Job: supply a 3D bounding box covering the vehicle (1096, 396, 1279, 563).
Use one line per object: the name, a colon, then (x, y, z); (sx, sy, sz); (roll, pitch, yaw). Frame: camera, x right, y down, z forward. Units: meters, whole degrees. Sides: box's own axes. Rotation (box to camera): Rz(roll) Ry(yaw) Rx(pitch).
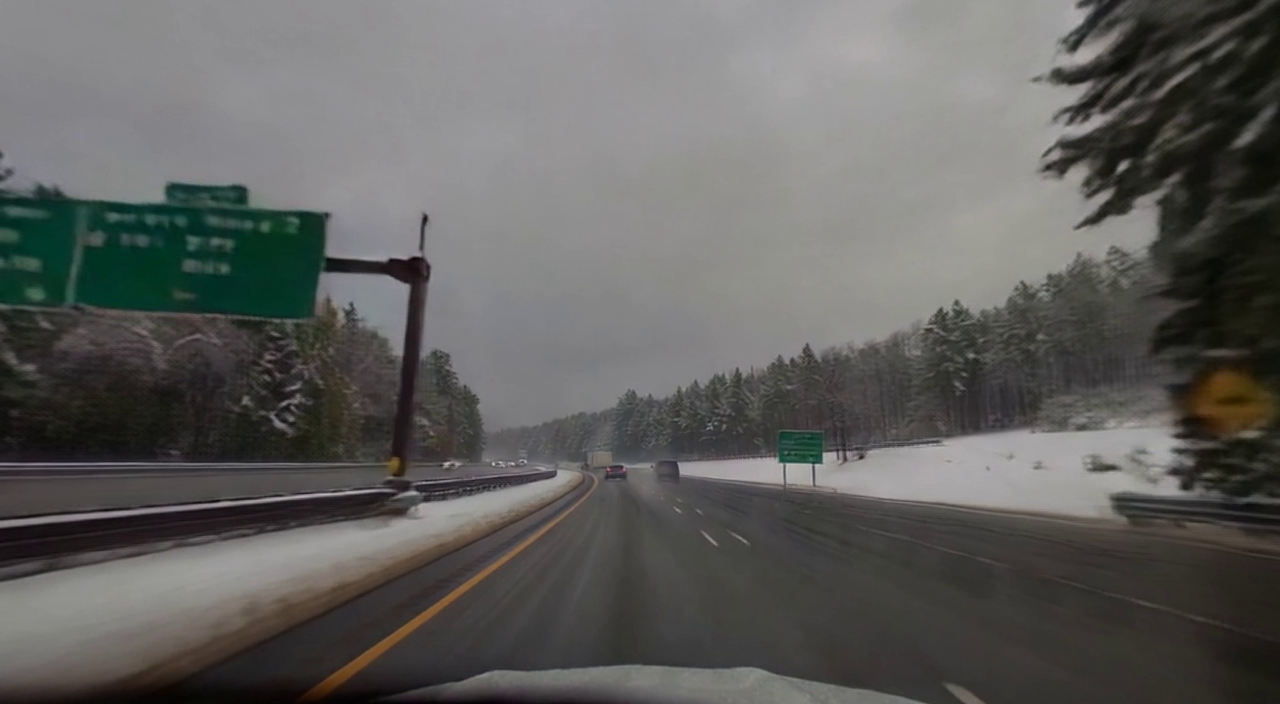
vehicle: (11.774, 2.270, 11.228); (2.398, 2.721, 6.295); (1, -10, -1)
